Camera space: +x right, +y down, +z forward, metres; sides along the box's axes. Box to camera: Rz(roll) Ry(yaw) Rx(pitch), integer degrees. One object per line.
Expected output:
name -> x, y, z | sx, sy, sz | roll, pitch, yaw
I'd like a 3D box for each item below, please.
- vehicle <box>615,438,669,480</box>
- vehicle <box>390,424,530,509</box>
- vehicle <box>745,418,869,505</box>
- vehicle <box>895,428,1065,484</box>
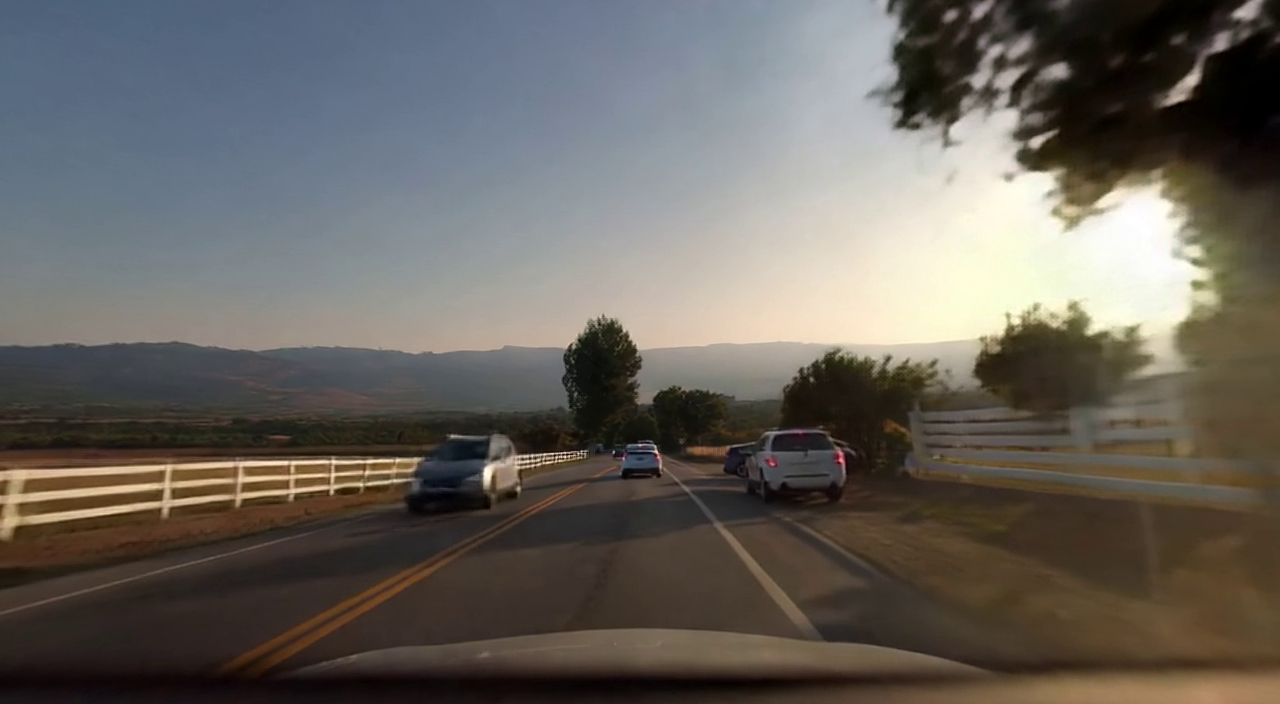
vehicle -> 0.098, 4.641, 27.576 | 2.158, 1.669, 4.006 | 0, -8, 1
vehicle -> -4.652, 3.056, 17.372 | 2.221, 1.965, 5.135 | 0, -8, 1
vehicle -> 4.265, 2.905, 17.156 | 2.348, 1.969, 5.269 | -1, -8, 5
vehicle -> 10.379, 3.202, 19.716 | 1.975, 1.545, 4.333 | 3, -9, -21
